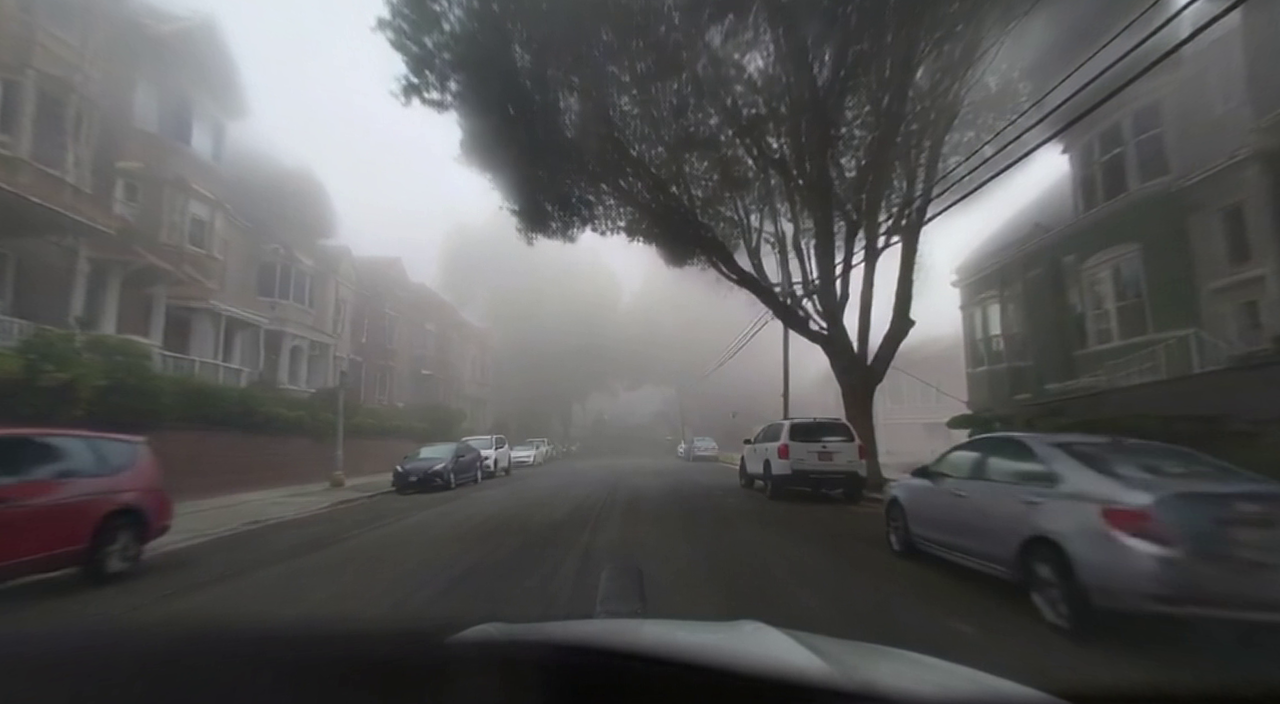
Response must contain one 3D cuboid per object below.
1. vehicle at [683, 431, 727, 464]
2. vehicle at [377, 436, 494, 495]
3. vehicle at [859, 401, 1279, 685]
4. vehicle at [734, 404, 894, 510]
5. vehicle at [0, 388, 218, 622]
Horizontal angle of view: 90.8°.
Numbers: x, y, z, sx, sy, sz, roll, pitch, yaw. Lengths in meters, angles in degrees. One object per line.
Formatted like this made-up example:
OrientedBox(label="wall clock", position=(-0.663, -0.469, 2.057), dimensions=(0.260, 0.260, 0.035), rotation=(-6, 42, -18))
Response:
OrientedBox(label="vehicle", position=(3.695, 5.516, 36.622), dimensions=(1.952, 1.738, 4.518), rotation=(0, -8, -2))
OrientedBox(label="vehicle", position=(-5.786, 3.243, 18.535), dimensions=(1.998, 1.485, 4.476), rotation=(0, -8, -1))
OrientedBox(label="vehicle", position=(3.721, 1.333, 5.630), dimensions=(1.968, 1.505, 4.368), rotation=(0, -8, 0))
OrientedBox(label="vehicle", position=(3.630, 2.311, 14.283), dimensions=(2.158, 1.977, 4.750), rotation=(0, -8, -1))
OrientedBox(label="vehicle", position=(-5.942, 1.277, 5.061), dimensions=(2.106, 1.760, 4.573), rotation=(-4, -9, -2))
